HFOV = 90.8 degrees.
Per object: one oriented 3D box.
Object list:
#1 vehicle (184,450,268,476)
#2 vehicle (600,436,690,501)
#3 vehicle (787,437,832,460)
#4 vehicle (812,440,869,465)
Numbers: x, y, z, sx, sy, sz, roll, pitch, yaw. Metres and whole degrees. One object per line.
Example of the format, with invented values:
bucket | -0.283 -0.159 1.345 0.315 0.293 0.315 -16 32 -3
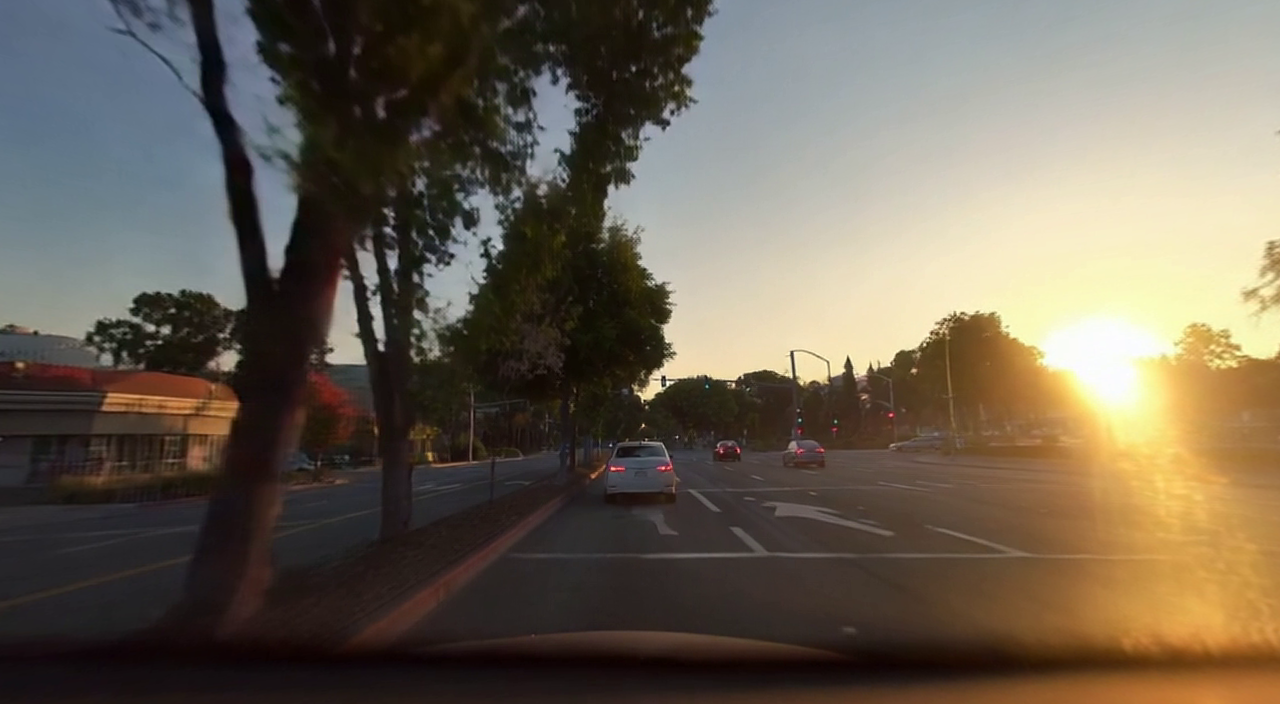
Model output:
vehicle | -31.403 8.396 48.026 2.114 1.809 4.758 -6 -11 37
vehicle | 0.083 2.972 16.521 2.064 1.477 3.968 0 -8 -1
vehicle | 13.294 7.597 49.864 1.981 1.746 5.375 0 -8 0
vehicle | 12.757 6.405 40.470 2.059 1.482 4.568 0 -8 -1
